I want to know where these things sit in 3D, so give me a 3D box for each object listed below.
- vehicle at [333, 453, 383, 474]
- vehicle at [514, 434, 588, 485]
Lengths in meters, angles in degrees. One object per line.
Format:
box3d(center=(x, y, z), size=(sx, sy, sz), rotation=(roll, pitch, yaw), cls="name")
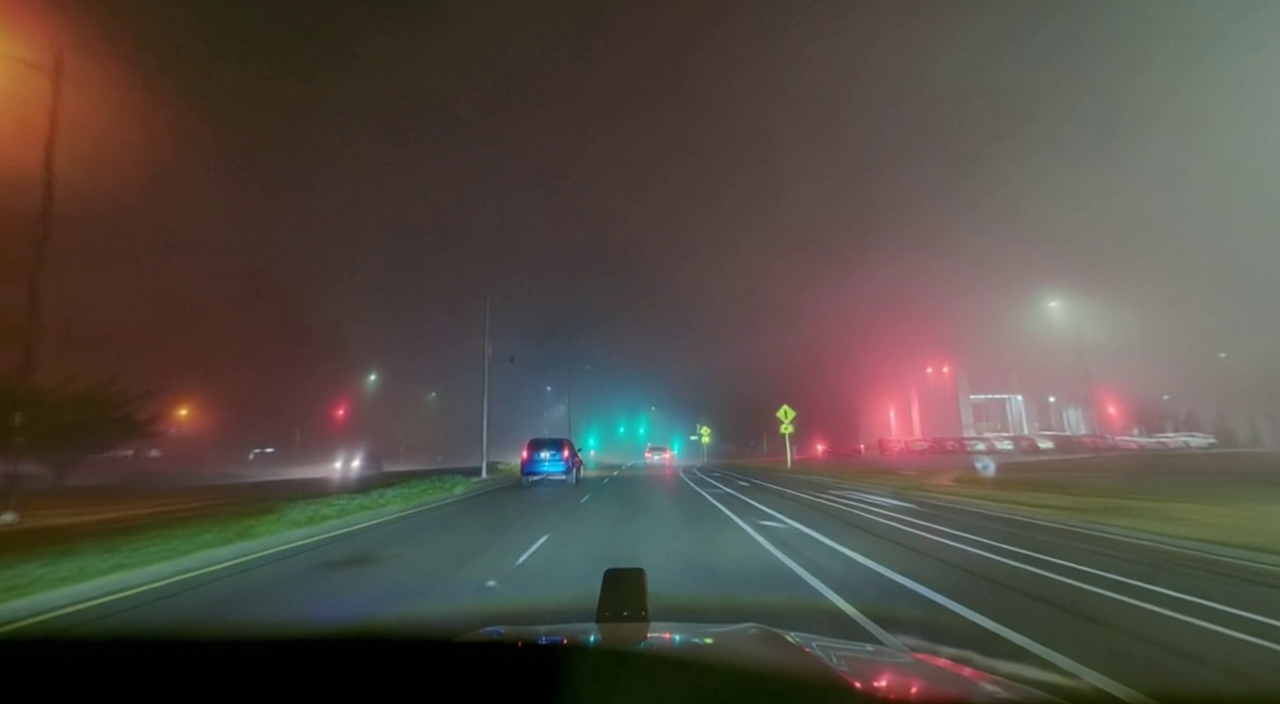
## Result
box3d(center=(-22.033, 8.701, 49.411), size=(1.848, 1.498, 4.270), rotation=(0, -8, 1), cls="vehicle")
box3d(center=(-3.385, 4.171, 24.845), size=(2.150, 1.812, 4.423), rotation=(0, -8, 1), cls="vehicle")
